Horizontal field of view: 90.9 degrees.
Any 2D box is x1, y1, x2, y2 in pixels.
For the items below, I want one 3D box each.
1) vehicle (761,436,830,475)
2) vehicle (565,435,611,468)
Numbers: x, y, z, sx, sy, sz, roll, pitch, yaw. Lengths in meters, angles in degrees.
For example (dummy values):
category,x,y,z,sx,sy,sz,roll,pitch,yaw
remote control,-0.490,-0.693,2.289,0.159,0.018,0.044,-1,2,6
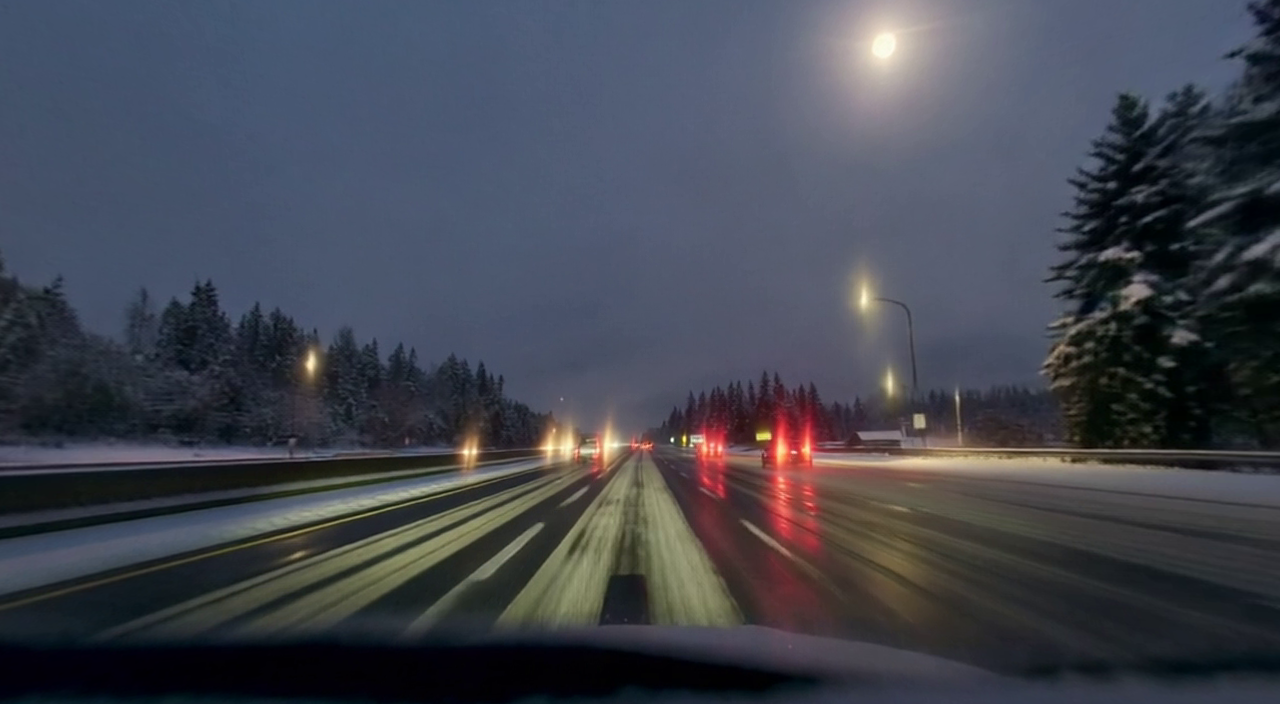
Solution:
category,x,y,z,sx,sy,sz,roll,pitch,yaw
vehicle,7.231,4.856,29.778,2.063,1.706,4.259,0,-8,-1
vehicle,-3.271,6.375,40.596,2.453,1.952,5.320,0,-8,1
